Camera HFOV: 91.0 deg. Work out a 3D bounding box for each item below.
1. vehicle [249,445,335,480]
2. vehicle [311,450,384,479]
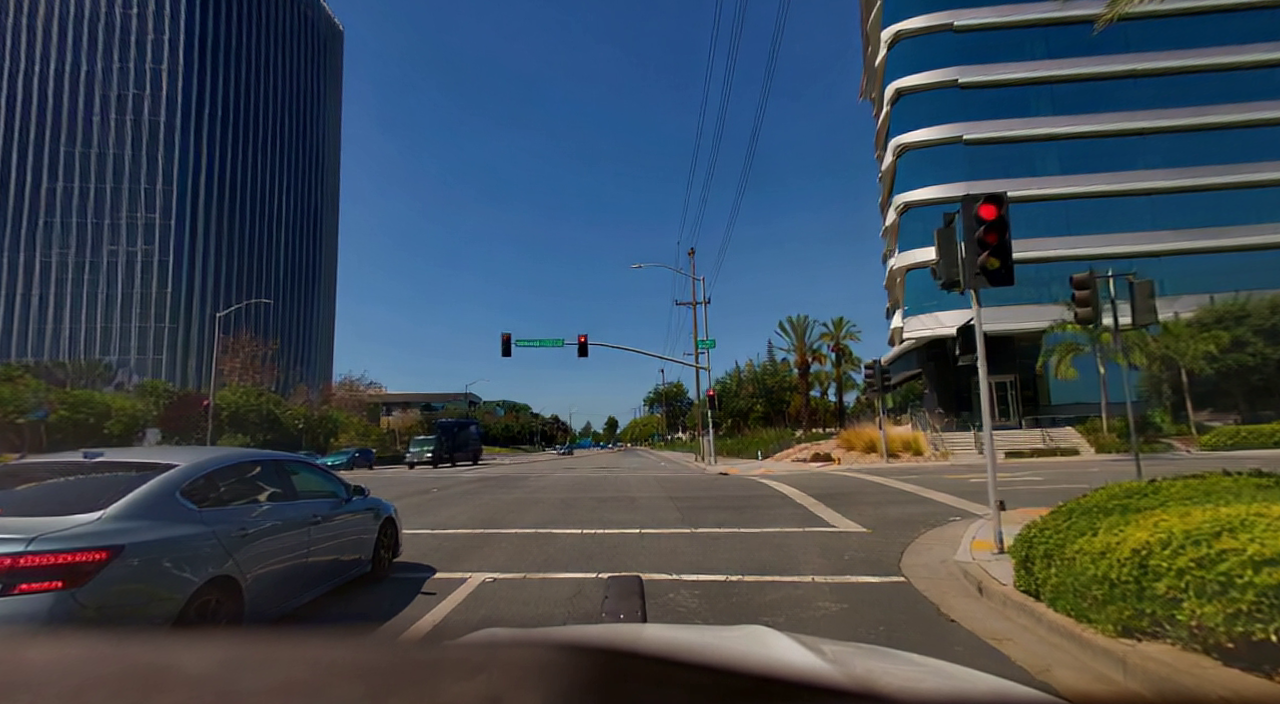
[{"bbox_3d":[-19.100,6.062,34.831,2.017,1.739,4.569,0,-9,1],"label":"vehicle"},{"bbox_3d":[-15.375,5.923,33.298,1.875,1.389,3.784,0,-9,3],"label":"vehicle"}]
